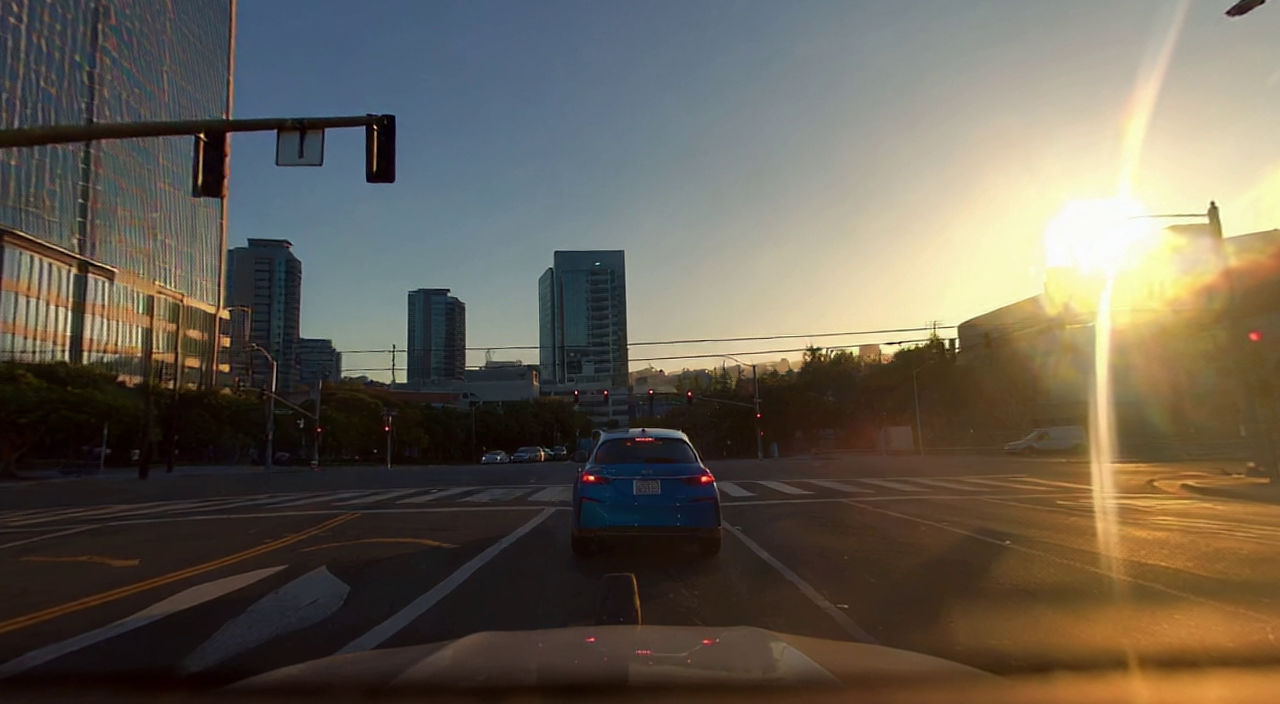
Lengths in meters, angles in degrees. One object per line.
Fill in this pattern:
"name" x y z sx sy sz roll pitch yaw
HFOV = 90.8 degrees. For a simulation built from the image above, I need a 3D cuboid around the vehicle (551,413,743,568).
"vehicle" 0.035 1.755 8.714 2.027 1.626 3.942 0 -8 -1
